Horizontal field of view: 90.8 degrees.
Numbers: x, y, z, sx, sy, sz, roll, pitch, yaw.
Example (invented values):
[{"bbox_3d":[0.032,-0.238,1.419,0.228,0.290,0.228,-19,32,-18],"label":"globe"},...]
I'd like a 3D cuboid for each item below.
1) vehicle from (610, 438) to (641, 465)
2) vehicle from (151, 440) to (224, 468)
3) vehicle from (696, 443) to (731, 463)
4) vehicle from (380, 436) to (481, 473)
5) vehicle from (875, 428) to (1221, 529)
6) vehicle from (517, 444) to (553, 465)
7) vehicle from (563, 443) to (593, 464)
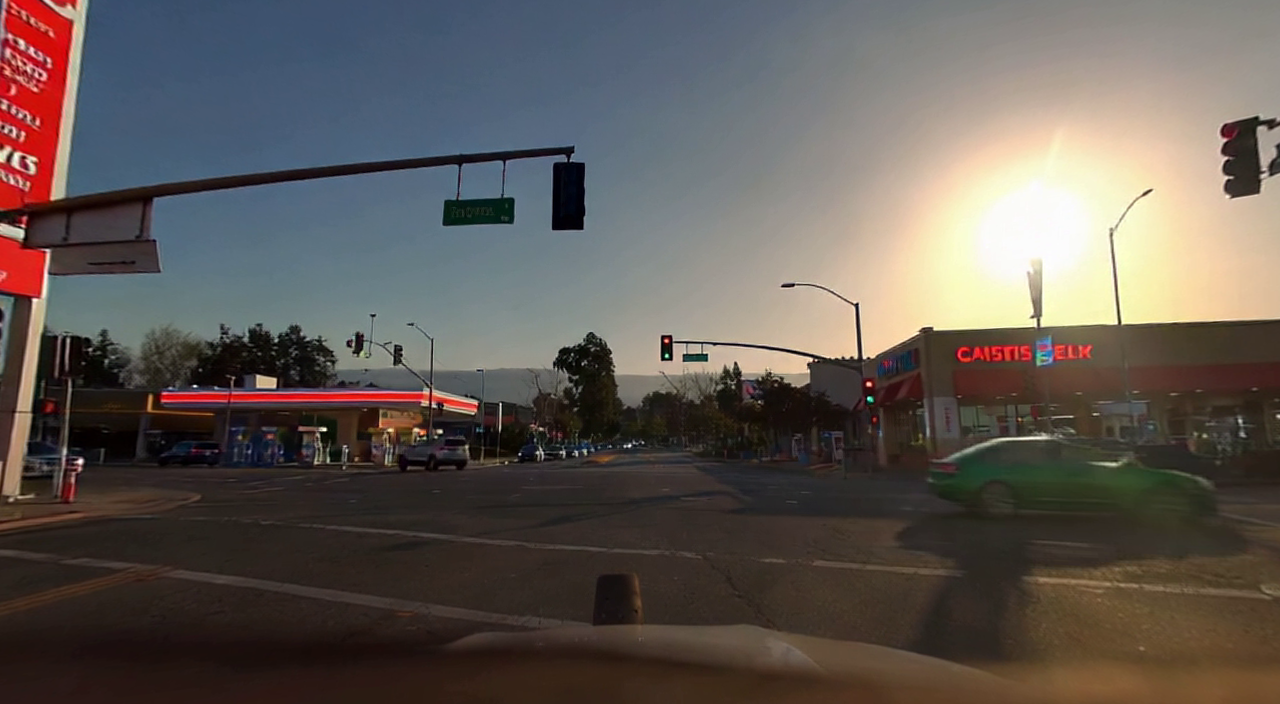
[{"bbox_3d":[-1.118,7.070,45.148,2.083,1.764,5.011,0,-8,-3],"label":"vehicle"},{"bbox_3d":[-29.184,6.549,40.715,4.562,1.676,1.819,-5,-10,27],"label":"vehicle"},{"bbox_3d":[5.750,7.976,49.877,1.831,1.467,4.792,1,-8,-5],"label":"vehicle"},{"bbox_3d":[-10.147,4.934,30.579,4.568,1.643,1.911,-5,-9,27],"label":"vehicle"},{"bbox_3d":[6.829,2.142,11.202,4.670,1.458,1.959,-5,-10,28],"label":"vehicle"},{"bbox_3d":[-7.972,7.840,48.322,2.079,1.491,4.045,0,-8,0],"label":"vehicle"},{"bbox_3d":[-4.592,7.587,47.330,2.003,1.481,4.091,0,-8,-3],"label":"vehicle"}]
